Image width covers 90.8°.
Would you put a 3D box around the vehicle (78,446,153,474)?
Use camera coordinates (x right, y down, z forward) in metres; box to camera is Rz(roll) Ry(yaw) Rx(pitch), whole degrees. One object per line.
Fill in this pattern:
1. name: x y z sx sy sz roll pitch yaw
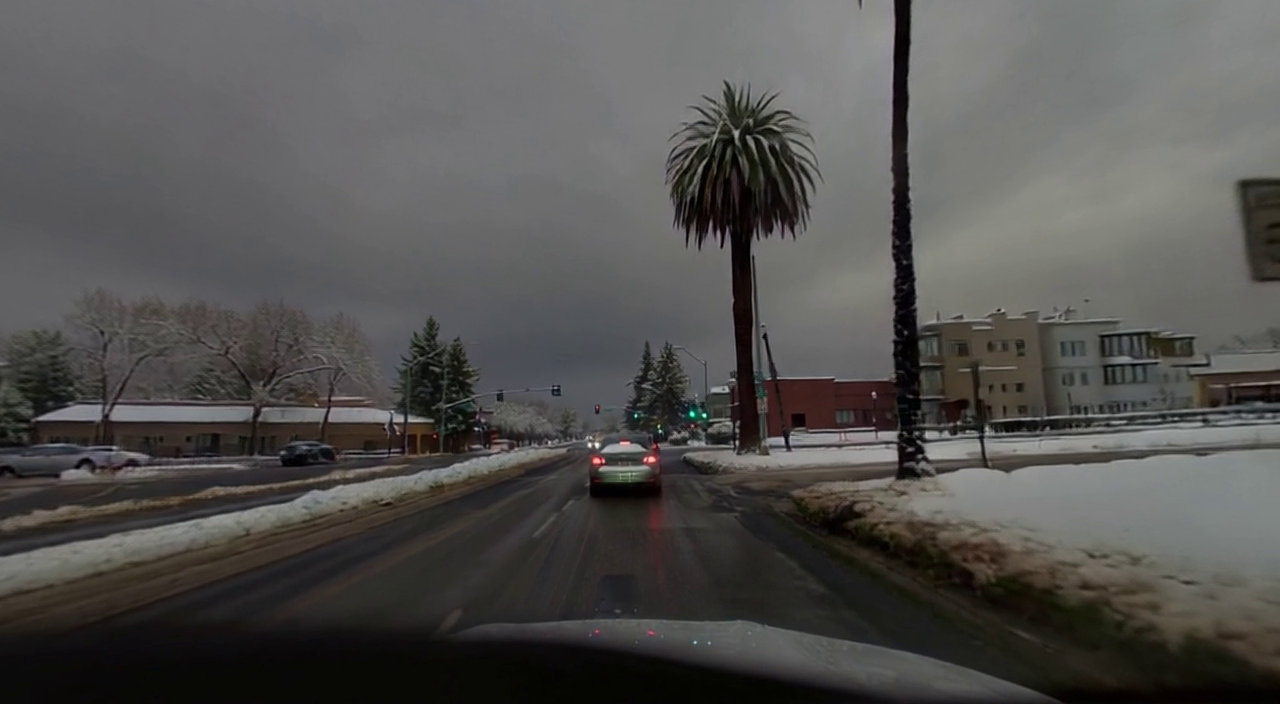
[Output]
1. vehicle: -36.171 7.422 43.700 1.757 1.803 4.000 0 -9 -2

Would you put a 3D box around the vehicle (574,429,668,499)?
1. vehicle: -0.377 2.774 15.919 2.060 1.526 3.859 0 -9 1

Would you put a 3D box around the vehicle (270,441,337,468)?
1. vehicle: -22.860 6.974 43.175 1.990 1.752 4.673 0 -9 0

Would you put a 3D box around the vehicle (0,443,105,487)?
1. vehicle: -23.719 4.361 24.299 1.974 1.470 4.892 -5 -7 2
